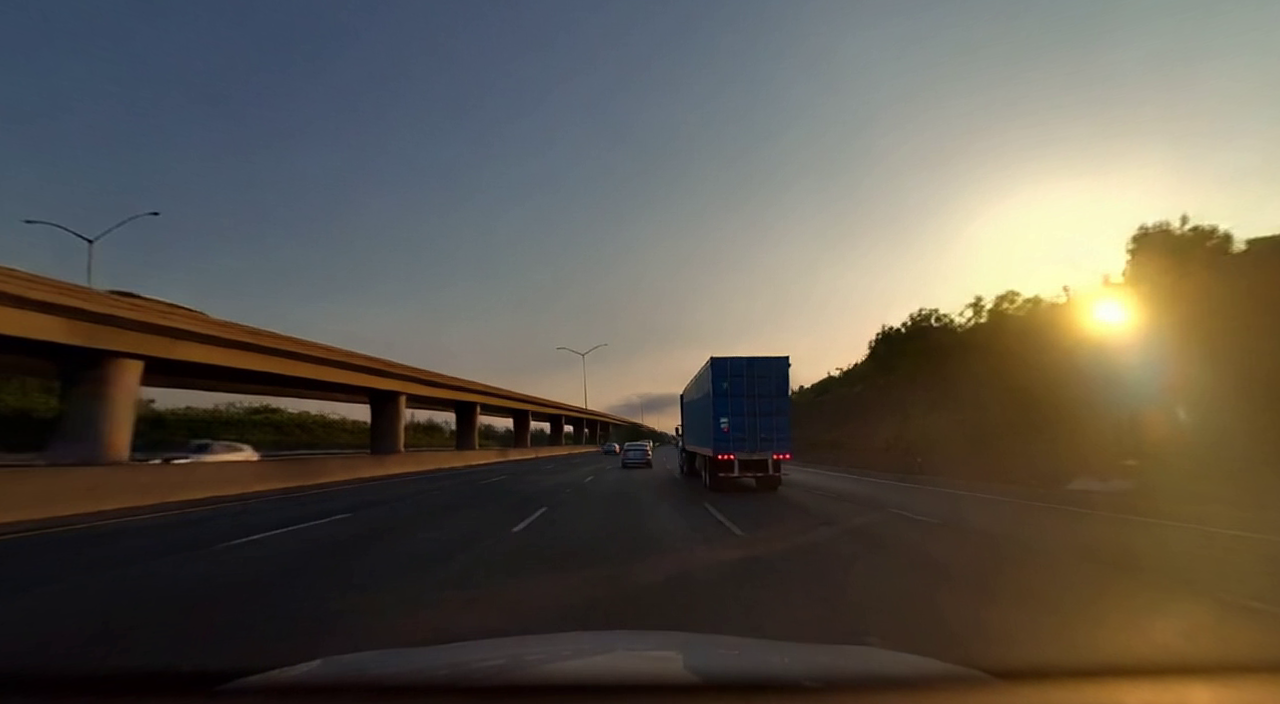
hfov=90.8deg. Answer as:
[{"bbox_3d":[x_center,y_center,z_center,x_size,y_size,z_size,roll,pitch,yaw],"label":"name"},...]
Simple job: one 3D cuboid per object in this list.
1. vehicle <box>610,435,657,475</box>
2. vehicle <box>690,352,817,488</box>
[{"bbox_3d":[-0.258,4.856,29.988,2.077,1.716,4.514,0,-9,0],"label":"vehicle"},{"bbox_3d":[3.759,2.771,23.951,2.964,4.063,10.072,0,-9,0],"label":"vehicle"}]
